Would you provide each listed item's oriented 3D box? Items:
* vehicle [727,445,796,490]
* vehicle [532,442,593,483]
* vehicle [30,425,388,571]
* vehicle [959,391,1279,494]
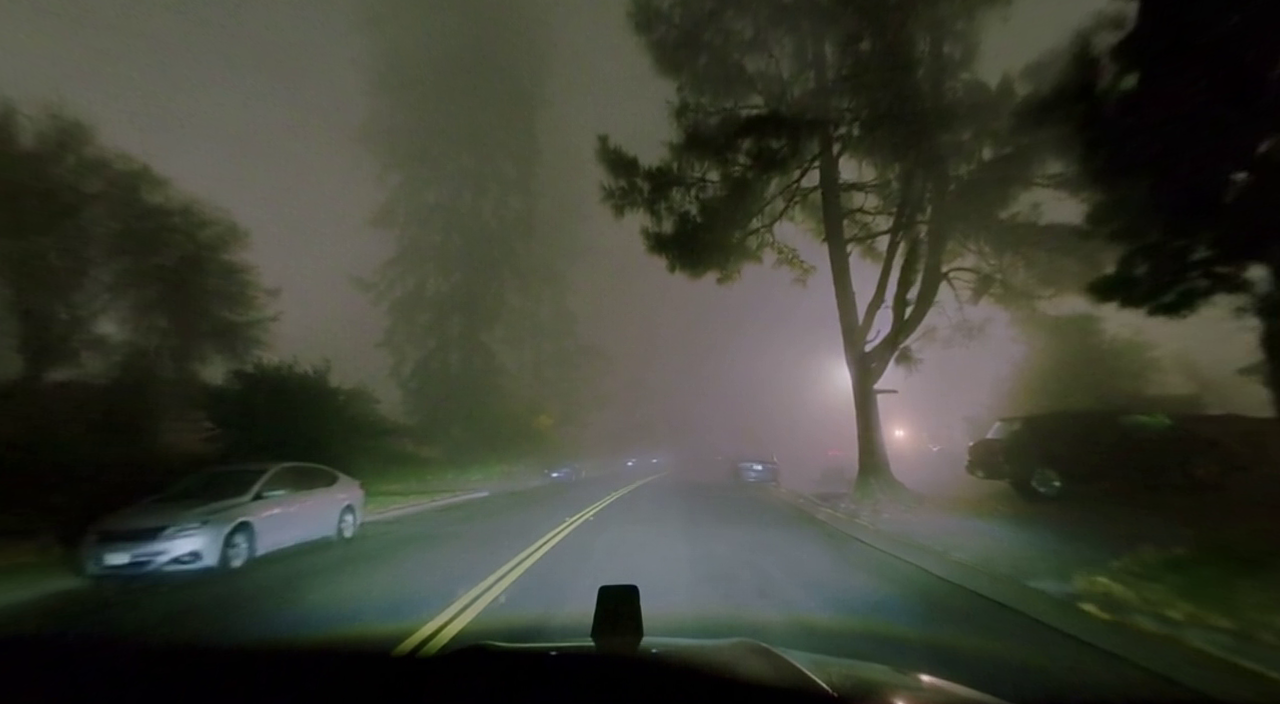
[{"bbox_3d":[4.340,4.164,23.123,1.972,1.460,4.137,-1,-8,4],"label":"vehicle"},{"bbox_3d":[-3.661,5.432,30.660,2.005,1.557,4.172,-3,-15,6],"label":"vehicle"},{"bbox_3d":[-5.641,2.190,9.196,1.972,1.536,4.347,-3,-15,2],"label":"vehicle"},{"bbox_3d":[9.725,1.880,13.127,5.009,1.906,2.046,-1,-8,7],"label":"vehicle"}]
